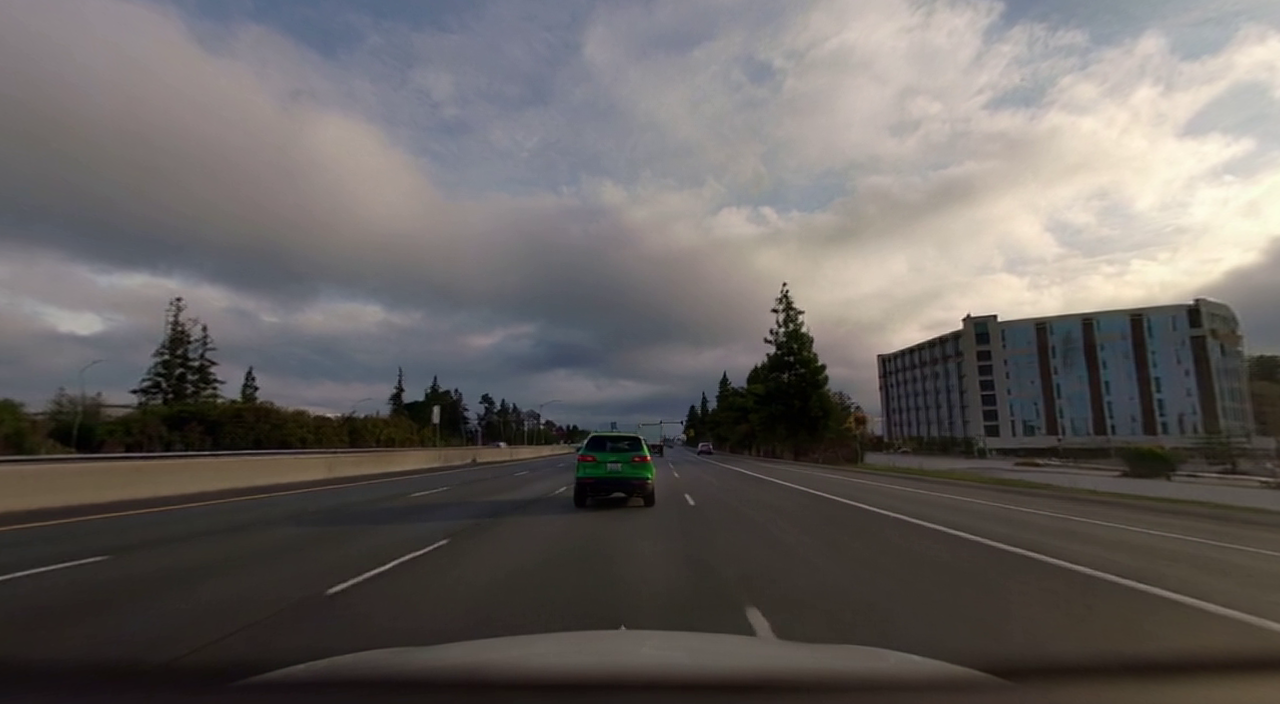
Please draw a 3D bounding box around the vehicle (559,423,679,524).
[{"bbox_3d":[-0.263,2.475,13.342,2.111,1.742,4.315,0,-9,3],"label":"vehicle"}]
